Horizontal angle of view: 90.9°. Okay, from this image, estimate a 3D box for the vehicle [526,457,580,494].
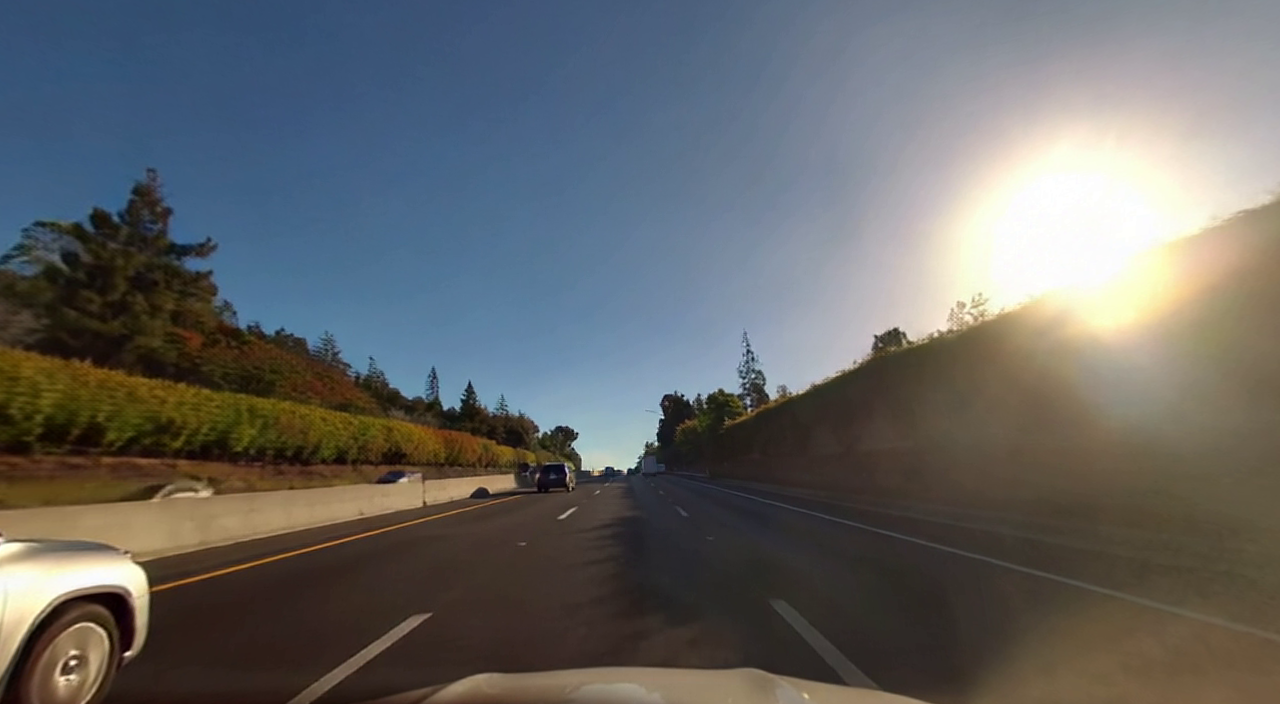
[{"bbox_3d":[-4.503,6.490,33.291,2.178,1.736,4.847,1,-10,0],"label":"vehicle"}]
